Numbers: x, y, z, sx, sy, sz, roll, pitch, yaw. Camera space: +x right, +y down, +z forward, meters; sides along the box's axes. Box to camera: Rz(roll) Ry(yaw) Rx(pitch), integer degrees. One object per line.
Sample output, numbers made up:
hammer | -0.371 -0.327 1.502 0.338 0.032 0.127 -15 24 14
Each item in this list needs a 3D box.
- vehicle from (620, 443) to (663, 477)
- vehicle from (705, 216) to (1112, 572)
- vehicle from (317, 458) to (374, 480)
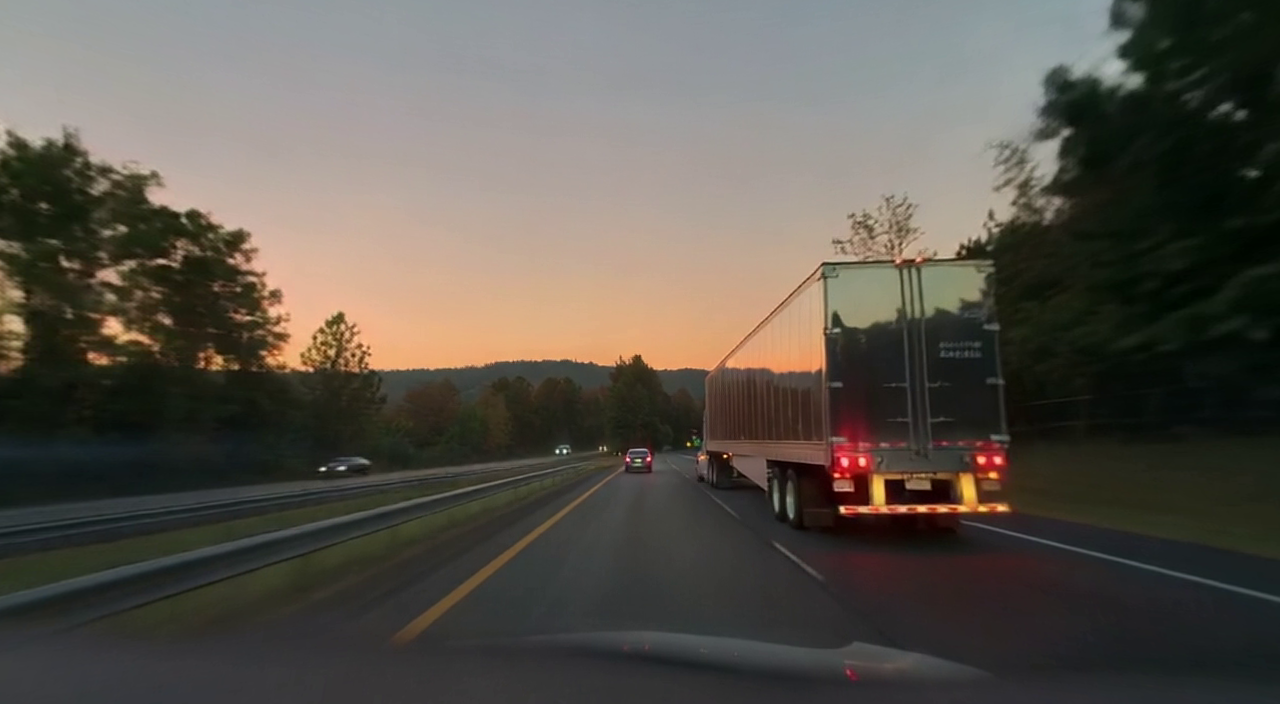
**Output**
vehicle | 0.102 5.306 31.180 1.968 1.515 4.025 0 -9 1
vehicle | 3.857 1.591 15.254 2.929 4.158 15.921 0 -9 0
vehicle | -21.486 8.514 46.211 1.835 1.429 4.711 -1 -9 1
